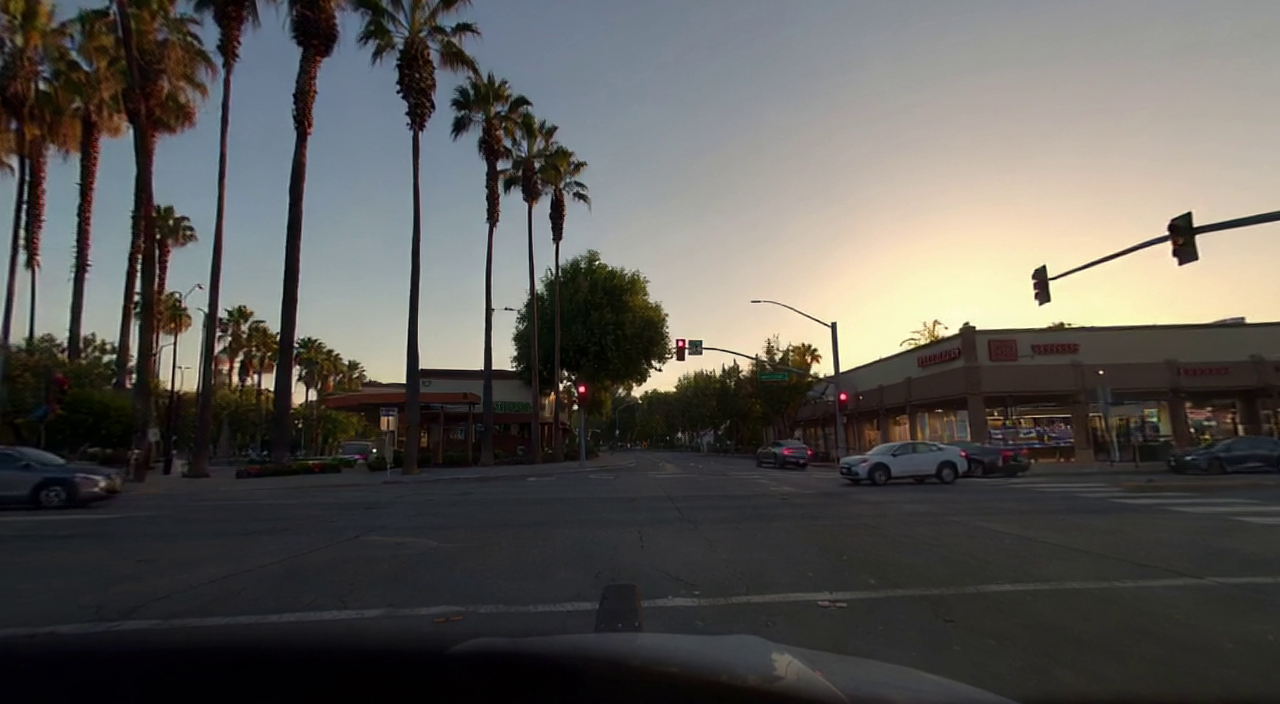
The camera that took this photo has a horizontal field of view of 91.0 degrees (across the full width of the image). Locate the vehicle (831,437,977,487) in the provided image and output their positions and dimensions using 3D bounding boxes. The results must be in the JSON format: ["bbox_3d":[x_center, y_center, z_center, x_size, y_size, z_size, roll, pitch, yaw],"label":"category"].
[{"bbox_3d":[8.698,3.622,20.909,4.035,1.512,1.828,2,-9,-10],"label":"vehicle"}]

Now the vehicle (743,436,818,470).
[{"bbox_3d":[7.493,5.436,34.064,1.867,1.653,4.596,3,-9,-18],"label":"vehicle"}]

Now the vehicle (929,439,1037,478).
[{"bbox_3d":[14.706,4.561,27.269,3.826,1.572,1.890,-3,-9,22],"label":"vehicle"}]

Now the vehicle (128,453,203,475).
[{"bbox_3d":[-37.199,8.802,49.560,2.160,1.565,4.868,0,-8,-1],"label":"vehicle"}]

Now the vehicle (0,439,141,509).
[{"bbox_3d":[-15.982,3.054,16.003,4.603,1.653,1.999,2,-9,-14],"label":"vehicle"}]
